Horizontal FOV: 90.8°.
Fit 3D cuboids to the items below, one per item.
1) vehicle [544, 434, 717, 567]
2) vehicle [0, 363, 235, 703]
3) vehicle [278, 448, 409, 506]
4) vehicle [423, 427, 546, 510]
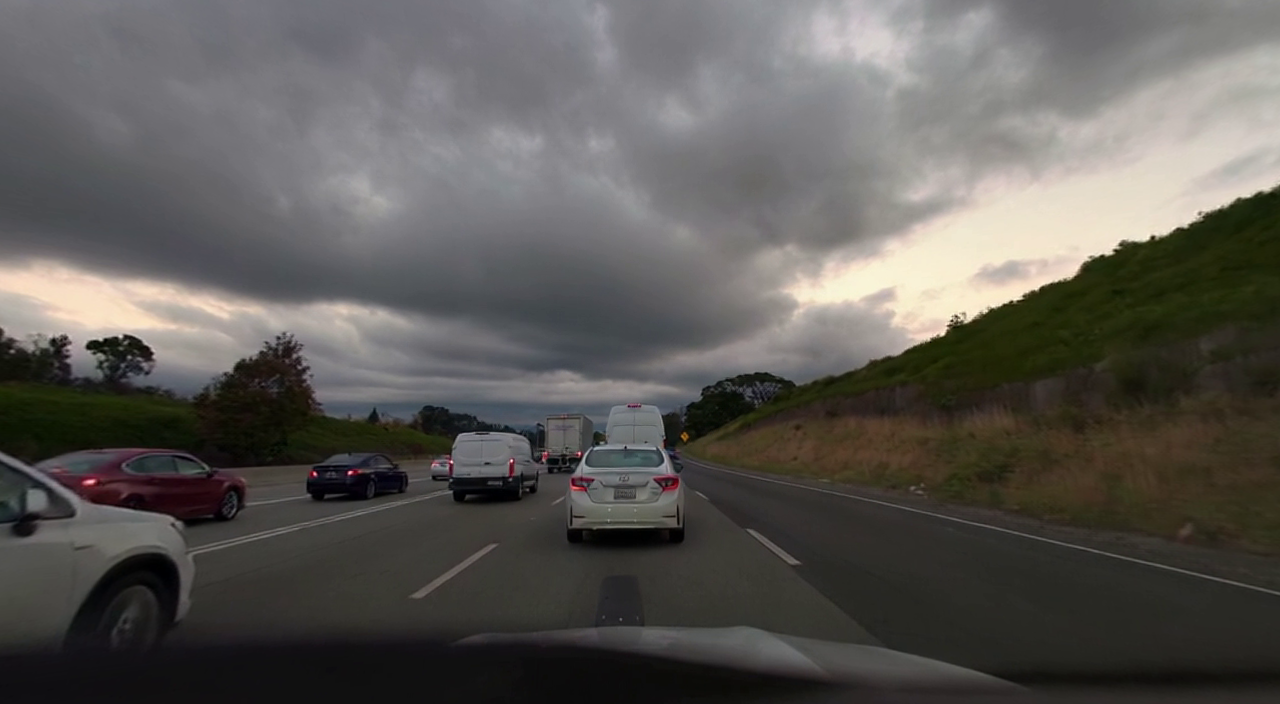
[{"bbox_3d":[-0.138,1.981,9.036,1.995,1.495,3.380,0,-9,-1],"label":"vehicle"},{"bbox_3d":[-3.626,0.761,1.765,2.029,1.656,4.437,0,-9,0],"label":"vehicle"},{"bbox_3d":[-8.395,3.543,18.276,1.826,1.465,3.916,0,-9,1],"label":"vehicle"},{"bbox_3d":[-4.020,3.112,17.258,2.055,1.913,4.584,-1,-9,2],"label":"vehicle"}]
